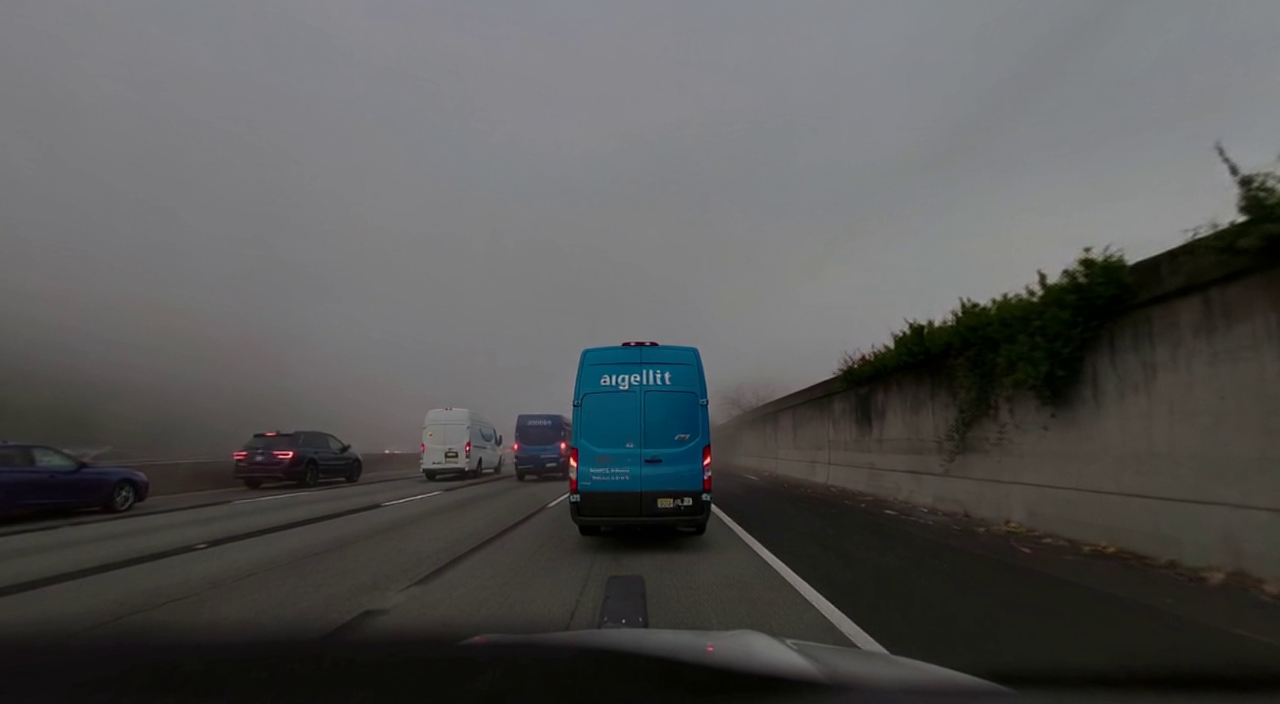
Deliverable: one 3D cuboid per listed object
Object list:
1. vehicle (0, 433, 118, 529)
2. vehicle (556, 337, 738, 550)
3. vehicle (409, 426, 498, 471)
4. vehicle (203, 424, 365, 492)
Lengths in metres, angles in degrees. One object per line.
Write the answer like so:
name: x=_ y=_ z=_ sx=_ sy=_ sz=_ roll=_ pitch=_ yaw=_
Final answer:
vehicle: x=-11.136 y=2.043 z=9.964 sx=1.839 sy=1.524 sz=4.449 roll=0 pitch=-8 yaw=2
vehicle: x=0.157 y=1.631 z=11.376 sx=2.316 sy=2.738 sz=6.398 roll=0 pitch=-8 yaw=1
vehicle: x=-9.775 y=5.140 z=33.727 sx=2.566 sy=2.158 sz=5.957 roll=-1 pitch=-8 yaw=4
vehicle: x=-10.832 y=3.275 z=19.742 sx=2.061 sy=1.846 sz=4.852 roll=0 pitch=-8 yaw=3
